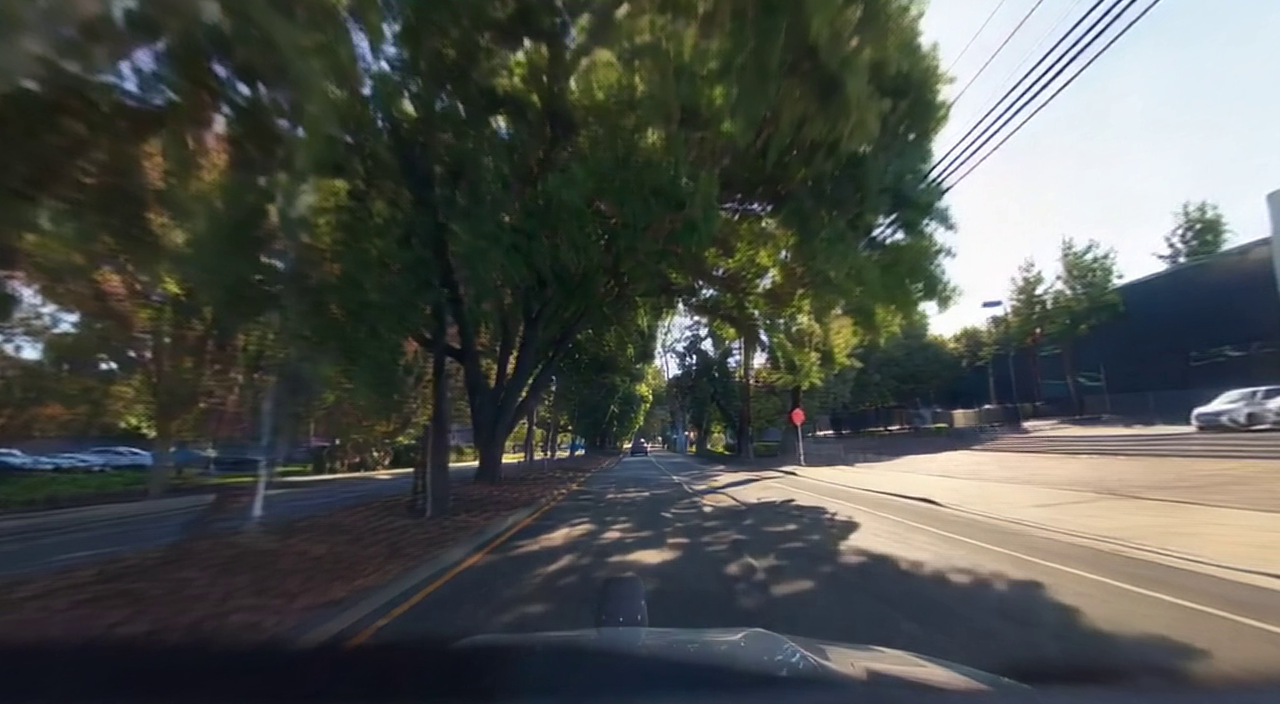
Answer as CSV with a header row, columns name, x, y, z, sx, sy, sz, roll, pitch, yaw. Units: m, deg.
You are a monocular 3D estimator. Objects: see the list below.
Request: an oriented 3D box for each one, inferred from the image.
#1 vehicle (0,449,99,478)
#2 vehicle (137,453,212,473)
name,x,y,z,sx,sy,sz,roll,pitch,yaw
vehicle,-33.372,6.220,35.450,4.207,1.518,1.948,-1,-8,1
vehicle,-33.903,8.079,46.095,4.035,1.392,1.952,-1,-9,6
